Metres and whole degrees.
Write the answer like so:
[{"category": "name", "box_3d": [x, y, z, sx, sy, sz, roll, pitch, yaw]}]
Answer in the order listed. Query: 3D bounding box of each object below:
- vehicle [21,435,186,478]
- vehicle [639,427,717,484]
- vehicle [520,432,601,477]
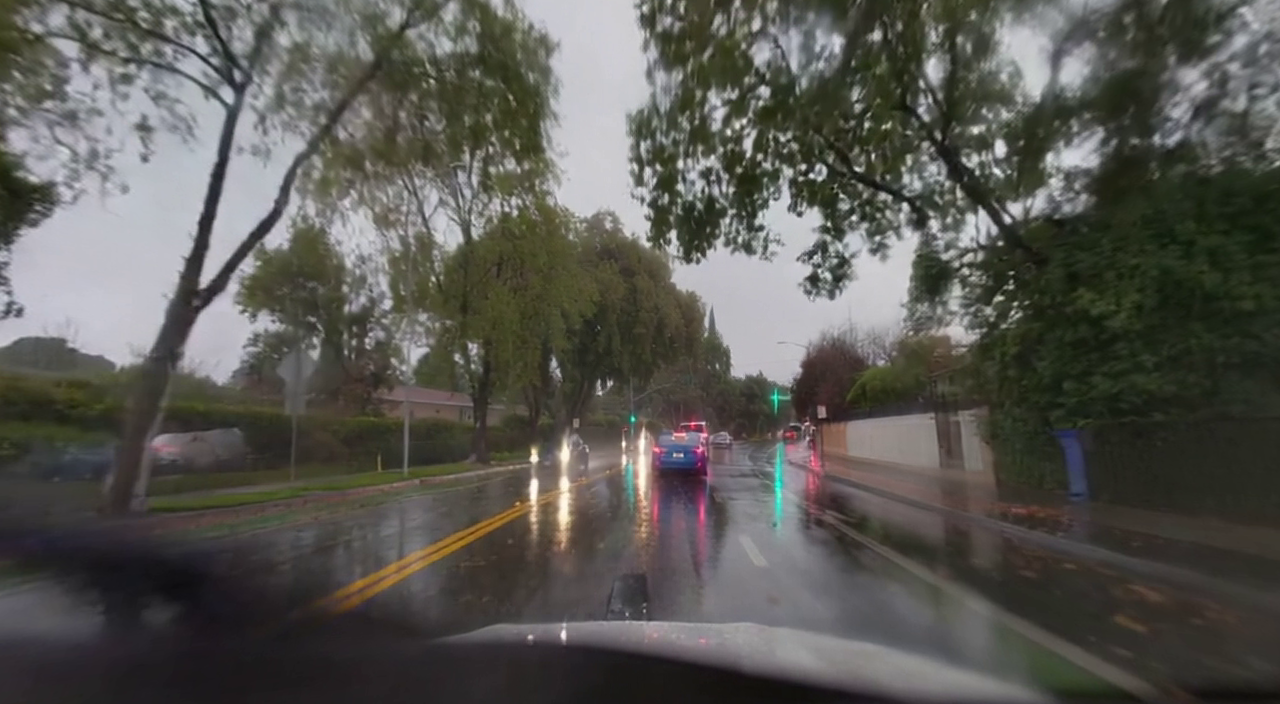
[{"category": "vehicle", "box_3d": [-19.969, 3.858, 23.778, 1.937, 1.450, 4.422, -1, -8, 9]}, {"category": "vehicle", "box_3d": [1.133, 3.034, 18.803, 2.070, 1.516, 3.936, 0, -8, 3]}, {"category": "vehicle", "box_3d": [-2.827, 3.752, 23.457, 1.961, 1.498, 4.401, -1, -8, 7]}]
